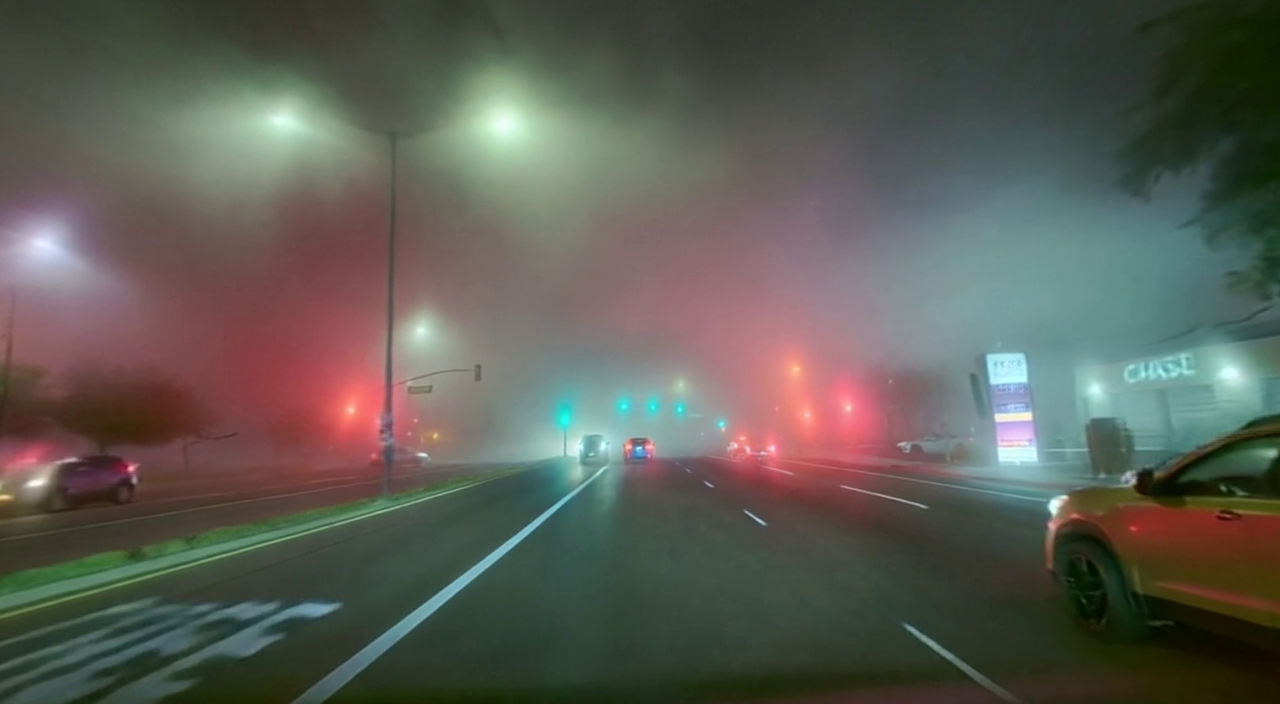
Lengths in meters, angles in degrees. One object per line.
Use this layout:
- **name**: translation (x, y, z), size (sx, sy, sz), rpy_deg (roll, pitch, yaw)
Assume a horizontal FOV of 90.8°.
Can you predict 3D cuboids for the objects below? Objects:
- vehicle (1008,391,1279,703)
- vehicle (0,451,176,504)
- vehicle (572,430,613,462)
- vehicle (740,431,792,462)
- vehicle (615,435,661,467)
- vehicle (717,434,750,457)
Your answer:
- **vehicle**: translation (3.742, 0.875, 2.504), size (1.861, 1.473, 4.393), rpy_deg (0, -8, -1)
- **vehicle**: translation (-18.069, 4.060, 20.901), size (1.865, 1.460, 4.693), rpy_deg (0, -8, -1)
- **vehicle**: translation (-2.791, 5.740, 38.499), size (2.064, 1.825, 4.760), rpy_deg (0, -8, 1)
- **vehicle**: translation (7.375, 5.599, 37.444), size (2.068, 1.731, 4.752), rpy_deg (0, -8, -1)
- **vehicle**: translation (-0.092, 4.884, 31.271), size (2.097, 1.480, 4.006), rpy_deg (0, -8, 0)
- **vehicle**: translation (7.212, 7.303, 49.144), size (1.894, 1.693, 4.110), rpy_deg (0, -8, -1)
